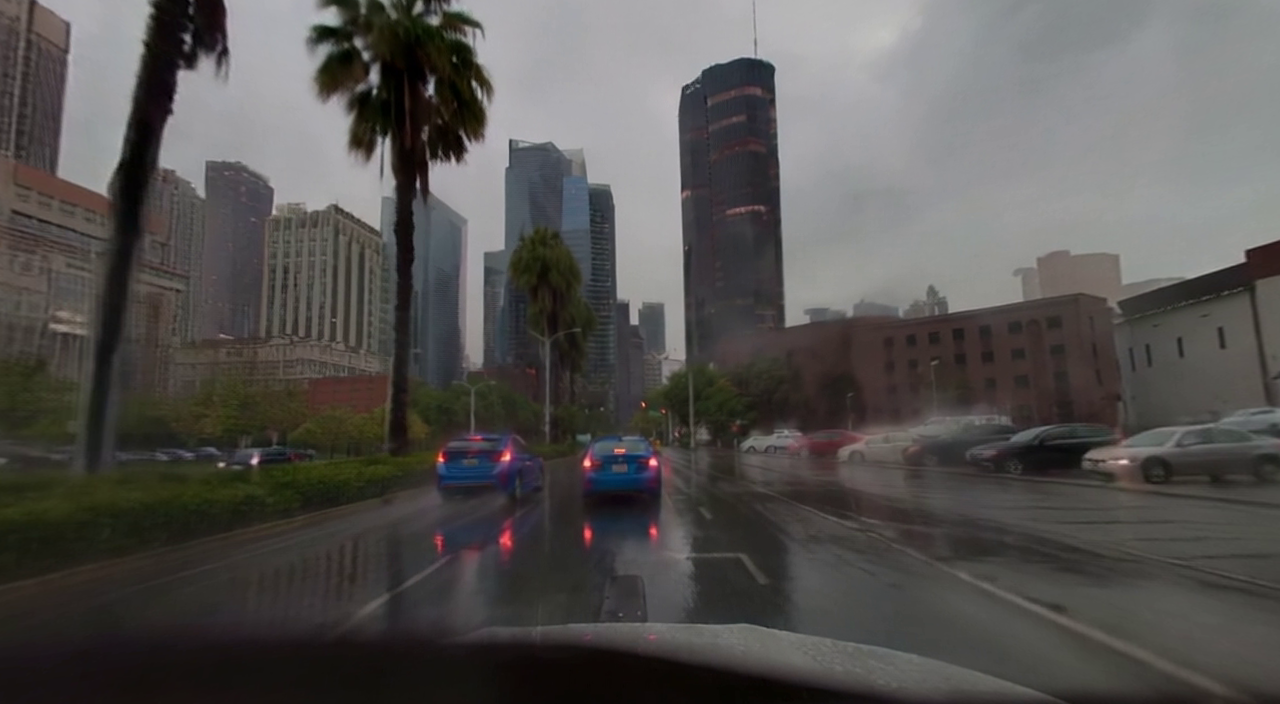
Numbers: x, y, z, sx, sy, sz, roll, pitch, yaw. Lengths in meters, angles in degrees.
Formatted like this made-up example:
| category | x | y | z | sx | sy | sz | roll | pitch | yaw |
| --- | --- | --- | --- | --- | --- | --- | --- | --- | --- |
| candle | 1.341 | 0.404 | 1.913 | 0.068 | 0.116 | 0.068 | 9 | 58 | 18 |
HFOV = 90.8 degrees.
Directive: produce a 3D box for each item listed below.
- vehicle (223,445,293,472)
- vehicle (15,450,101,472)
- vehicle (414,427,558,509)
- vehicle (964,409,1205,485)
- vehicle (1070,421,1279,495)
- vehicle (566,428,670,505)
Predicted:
| category | x | y | z | sx | sy | sz | roll | pitch | yaw |
| --- | --- | --- | --- | --- | --- | --- | --- | --- | --- |
| vehicle | -23.720 | 6.593 | 39.403 | 1.819 | 1.587 | 3.963 | 0 | -8 | 0 |
| vehicle | -42.360 | 7.940 | 46.041 | 4.309 | 1.484 | 1.884 | 0 | -8 | -1 |
| vehicle | -3.207 | 2.513 | 14.214 | 2.071 | 1.544 | 4.383 | 0 | -8 | 1 |
| vehicle | 12.548 | 2.706 | 18.122 | 5.188 | 1.805 | 2.228 | -2 | -8 | -3 |
| vehicle | 13.333 | 2.488 | 15.087 | 4.749 | 1.522 | 1.905 | -1 | -9 | -3 |
| vehicle | -0.425 | 2.480 | 14.059 | 2.004 | 1.465 | 3.713 | 0 | -8 | 0 |
